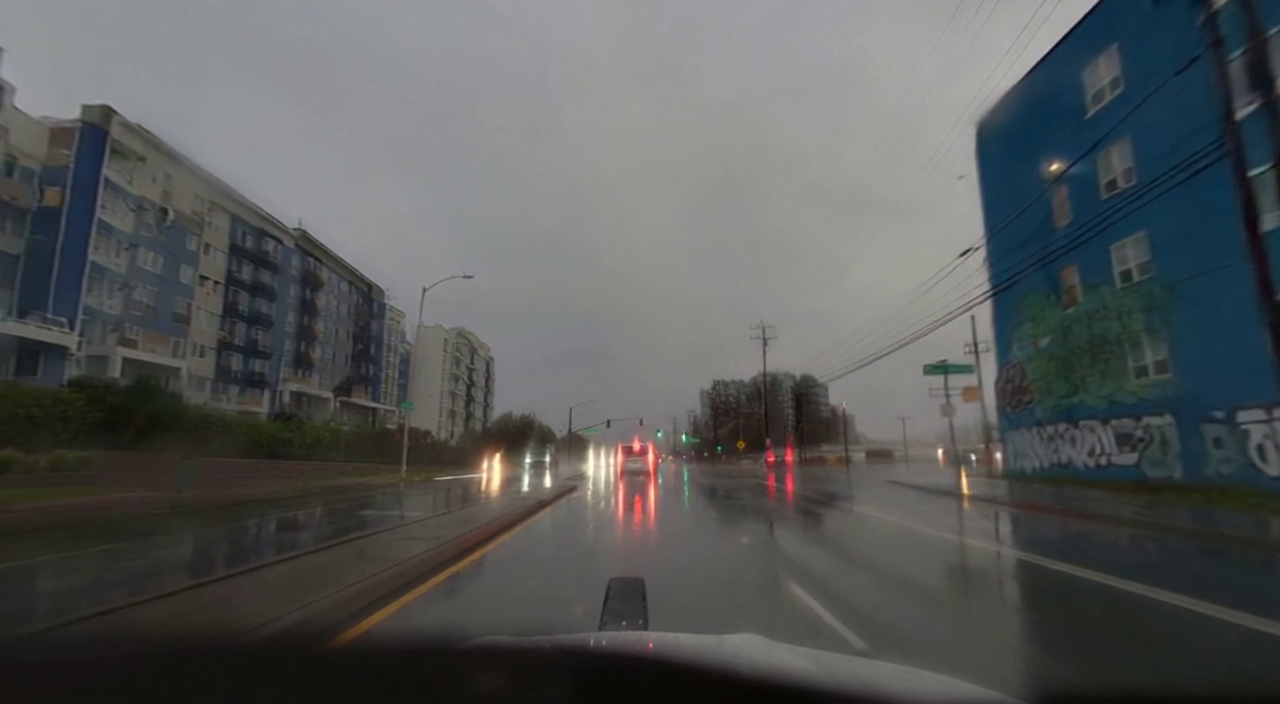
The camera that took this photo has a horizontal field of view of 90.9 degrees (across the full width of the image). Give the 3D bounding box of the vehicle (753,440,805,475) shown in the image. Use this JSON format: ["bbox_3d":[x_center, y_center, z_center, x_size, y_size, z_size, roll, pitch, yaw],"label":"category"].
[{"bbox_3d":[7.470,5.674,34.293,1.952,1.749,4.311,-1,-9,2],"label":"vehicle"}]

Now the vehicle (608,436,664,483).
[{"bbox_3d":[-0.171,4.558,26.979,2.160,1.786,4.702,0,-9,0],"label":"vehicle"}]
